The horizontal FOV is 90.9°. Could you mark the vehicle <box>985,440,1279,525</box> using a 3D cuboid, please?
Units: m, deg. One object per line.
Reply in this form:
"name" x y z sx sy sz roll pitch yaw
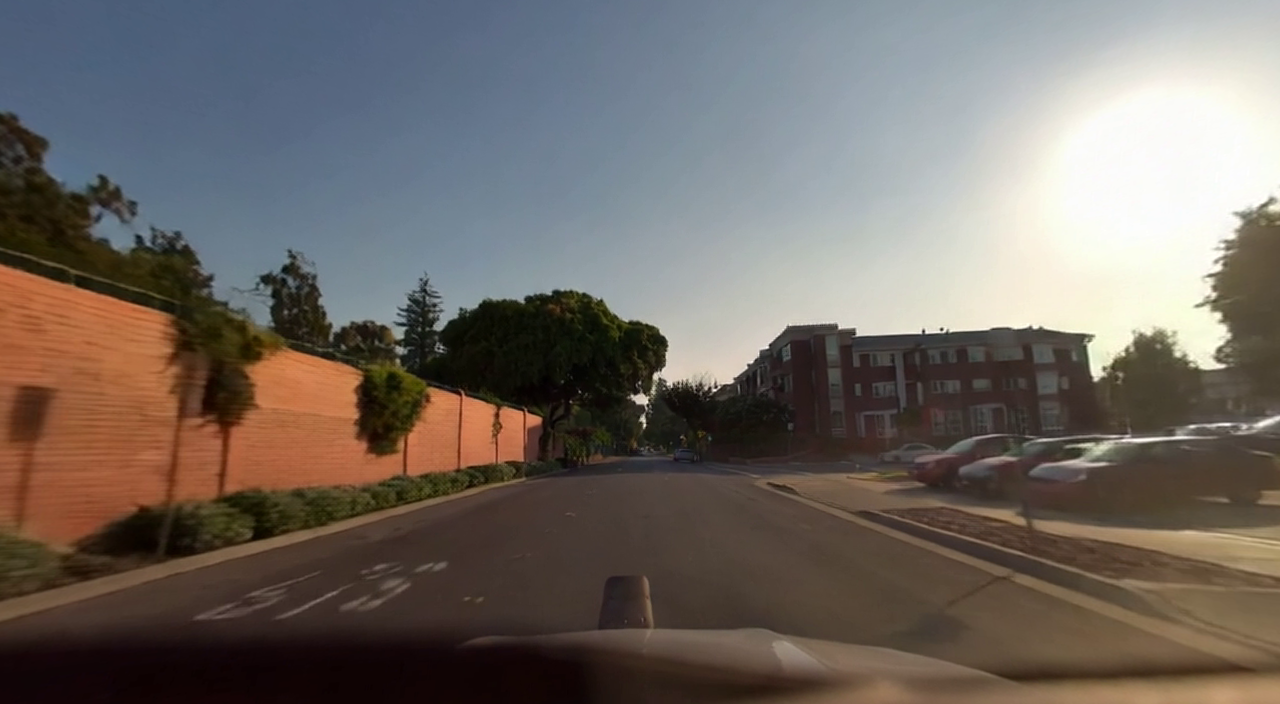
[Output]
"vehicle" 9.418 2.462 12.116 4.309 1.442 2.145 1 -9 -1
